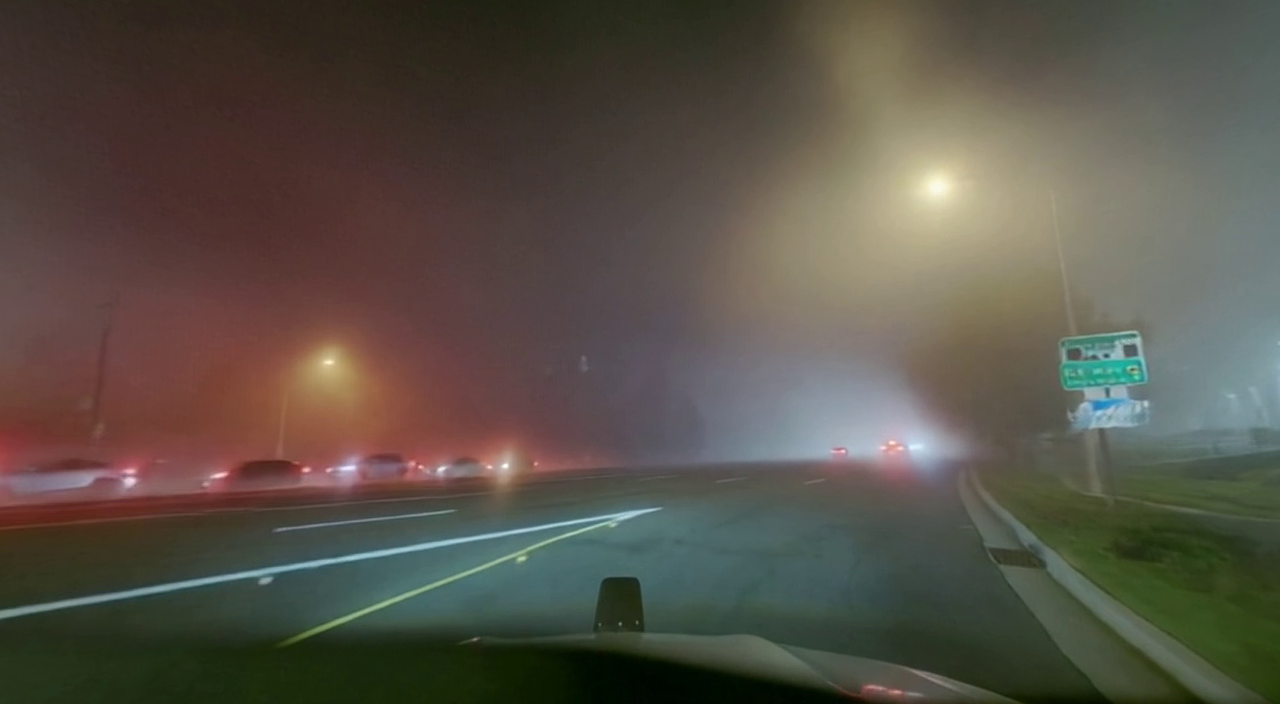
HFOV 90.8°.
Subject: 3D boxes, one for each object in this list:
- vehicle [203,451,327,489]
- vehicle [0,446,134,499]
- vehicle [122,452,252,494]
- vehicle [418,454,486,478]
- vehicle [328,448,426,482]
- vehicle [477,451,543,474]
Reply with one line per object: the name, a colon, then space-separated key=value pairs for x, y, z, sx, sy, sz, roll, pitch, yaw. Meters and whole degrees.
vehicle: x=-17.206 y=5.382 z=29.258 sx=1.842 sy=1.582 sz=4.513 roll=-5 pitch=-10 yaw=29
vehicle: x=-21.102 y=4.298 z=22.323 sx=2.033 sy=1.625 sz=4.467 roll=-11 pitch=-15 yaw=28
vehicle: x=-20.952 y=5.562 z=29.432 sx=2.002 sy=1.711 sz=4.360 roll=-5 pitch=-10 yaw=27
vehicle: x=-12.958 y=7.849 z=43.770 sx=1.867 sy=1.540 sz=4.423 roll=-5 pitch=-10 yaw=29
vehicle: x=-14.332 y=6.135 z=34.687 sx=1.926 sy=1.681 sz=4.727 roll=-5 pitch=-10 yaw=29
vehicle: x=-8.972 y=7.637 z=43.991 sx=1.872 sy=1.493 sz=4.724 roll=-5 pitch=-10 yaw=29
